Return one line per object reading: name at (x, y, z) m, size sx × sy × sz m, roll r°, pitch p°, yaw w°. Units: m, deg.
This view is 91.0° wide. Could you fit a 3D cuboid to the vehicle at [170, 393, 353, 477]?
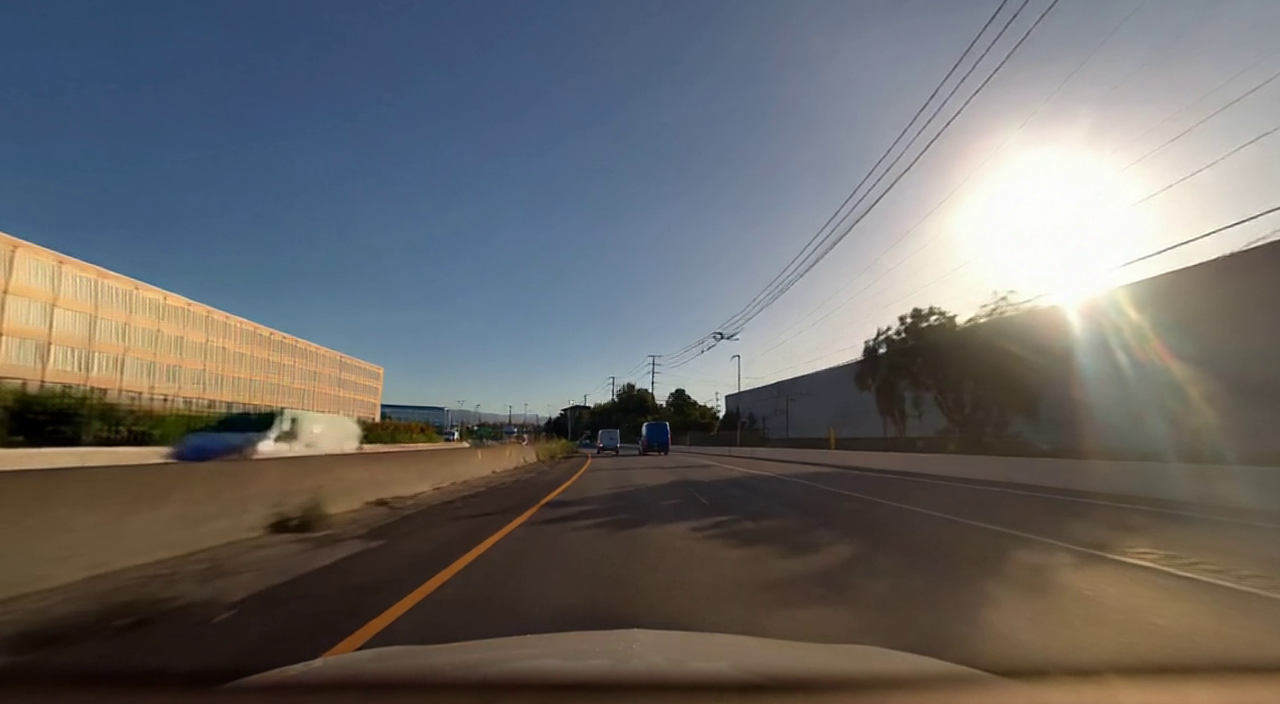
vehicle at (-7.991, 1.818, 13.763) m, size 1.734 × 1.560 × 3.682 m, roll 0°, pitch -8°, yaw -1°
